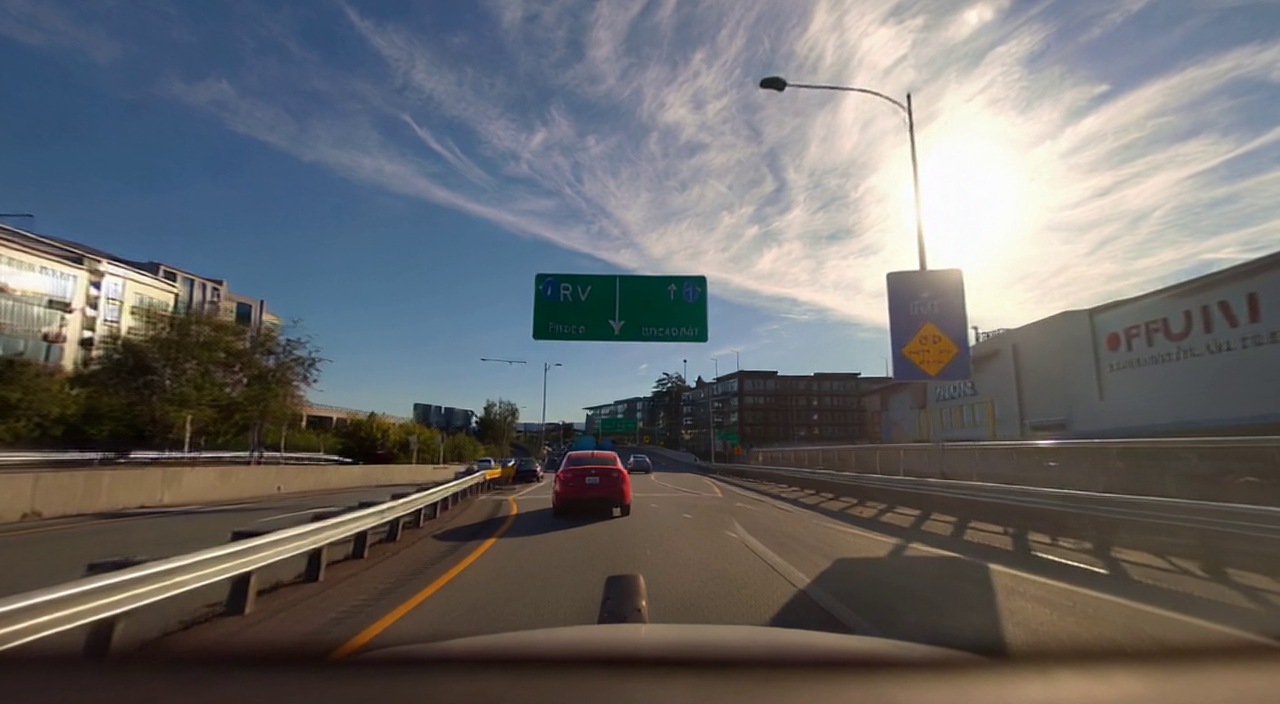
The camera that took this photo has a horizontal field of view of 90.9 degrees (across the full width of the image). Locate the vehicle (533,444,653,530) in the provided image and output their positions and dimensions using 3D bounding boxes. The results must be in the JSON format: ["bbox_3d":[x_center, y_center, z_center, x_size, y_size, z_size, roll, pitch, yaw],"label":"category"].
[{"bbox_3d":[-1.027,2.635,12.905,2.063,1.442,3.933,1,-9,-6],"label":"vehicle"}]

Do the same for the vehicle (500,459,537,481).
[{"bbox_3d":[-9.402,9.141,48.951,1.854,1.472,3.728,-2,-7,5],"label":"vehicle"}]
